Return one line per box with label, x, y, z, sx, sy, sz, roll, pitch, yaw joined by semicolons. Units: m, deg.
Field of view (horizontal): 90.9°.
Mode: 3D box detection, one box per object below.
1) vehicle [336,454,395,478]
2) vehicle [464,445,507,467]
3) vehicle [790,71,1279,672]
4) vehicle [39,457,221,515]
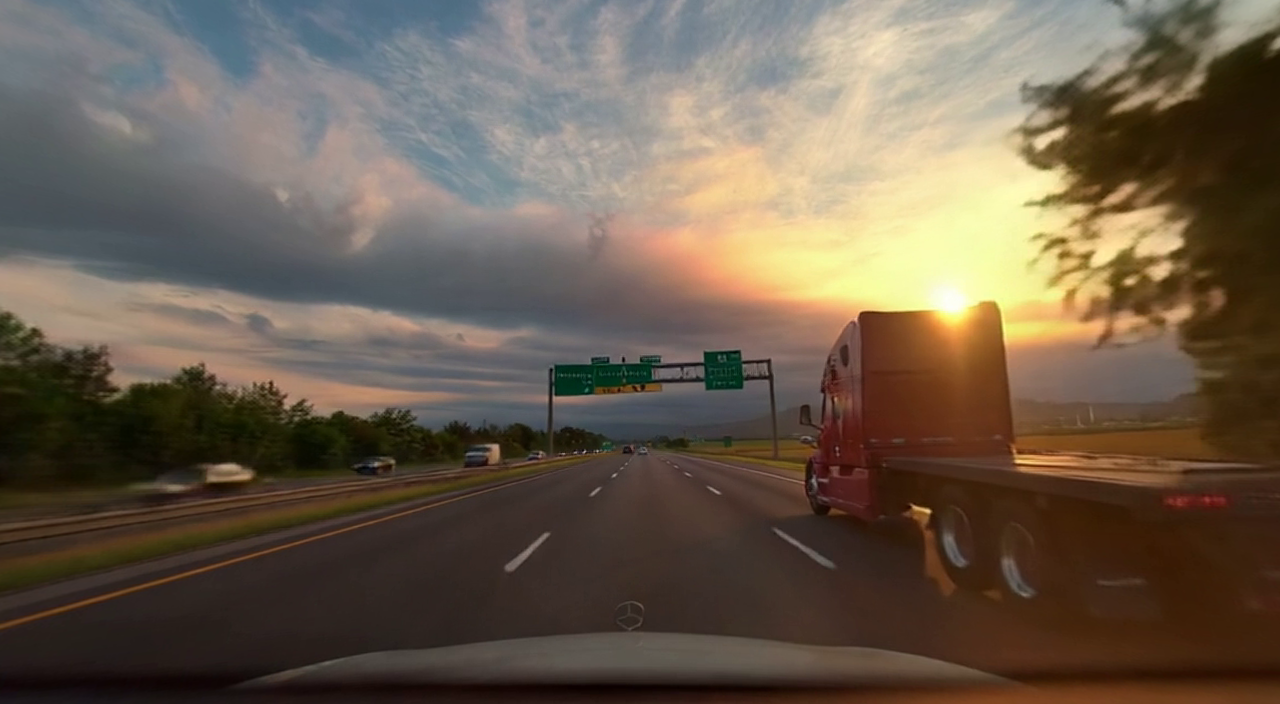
vehicle;-18.907;7.846;43.609;1.930;1.500;4.688;0;-9;0
vehicle;-11.492;7.787;47.170;1.992;1.576;4.708;0;-9;0
vehicle;3.997;0.448;7.069;3.051;3.968;5.943;0;-9;0
vehicle;-14.515;3.803;18.313;1.758;1.410;4.175;0;-9;0
